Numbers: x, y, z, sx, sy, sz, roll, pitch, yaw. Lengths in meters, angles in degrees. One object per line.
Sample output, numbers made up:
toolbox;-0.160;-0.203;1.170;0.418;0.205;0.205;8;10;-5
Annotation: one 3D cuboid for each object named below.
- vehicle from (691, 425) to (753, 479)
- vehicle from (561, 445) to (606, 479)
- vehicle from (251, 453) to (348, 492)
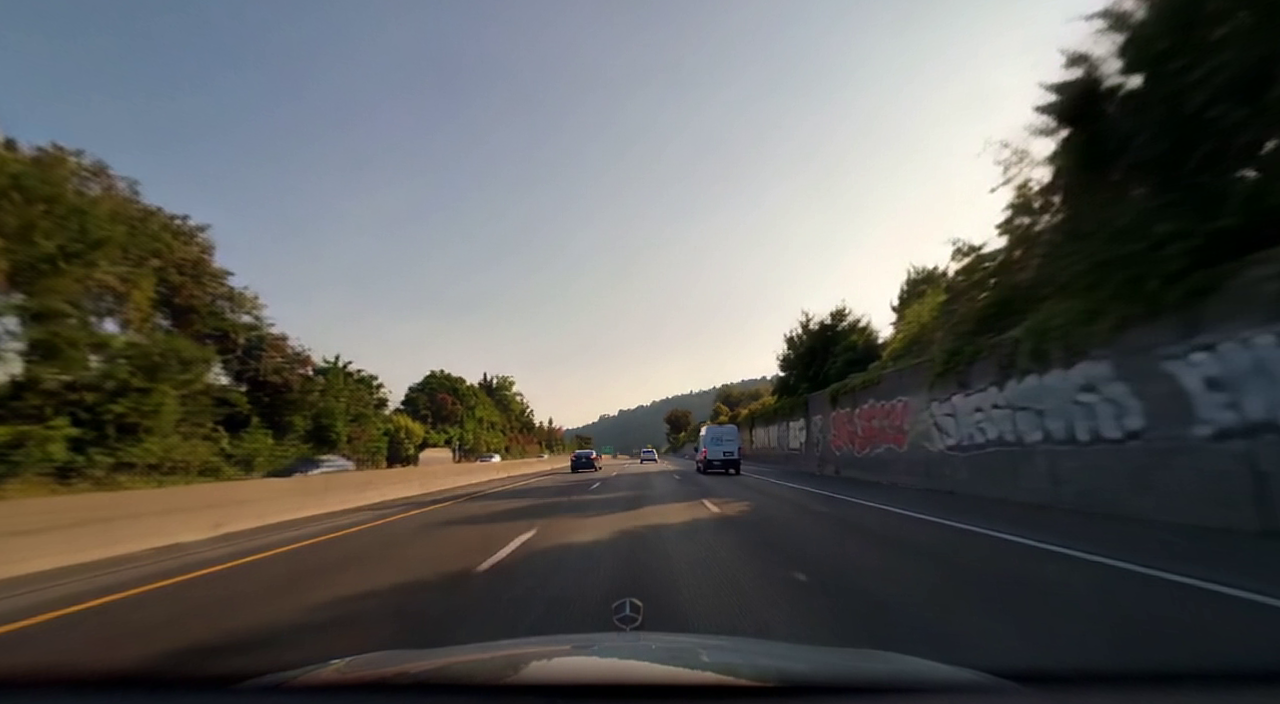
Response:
vehicle;4.224;5.305;33.611;2.469;2.591;5.653;0;-9;0
vehicle;-2.929;5.826;33.618;1.964;1.618;4.489;0;-9;0
vehicle;-15.705;5.553;29.400;1.927;1.606;4.572;0;-9;1
